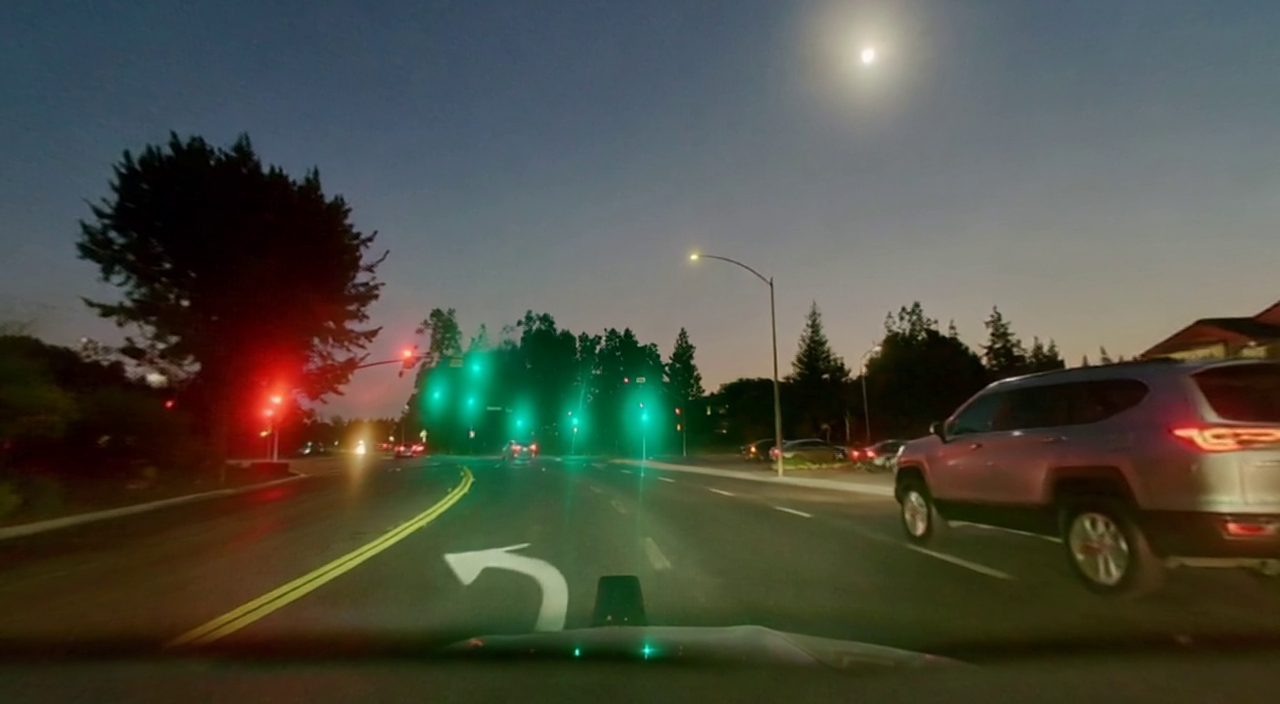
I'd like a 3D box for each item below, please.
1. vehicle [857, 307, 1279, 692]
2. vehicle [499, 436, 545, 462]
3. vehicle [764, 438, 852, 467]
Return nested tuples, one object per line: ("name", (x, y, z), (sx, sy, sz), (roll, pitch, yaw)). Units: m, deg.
("vehicle", (4.429, 1.183, 6.200), (2.338, 2.063, 5.592), (0, -8, -3))
("vehicle", (-8.238, 6.719, 43.746), (2.138, 1.729, 4.178), (4, -9, -25))
("vehicle", (9.267, 5.553, 34.925), (4.169, 1.527, 2.053), (2, -9, -14))
